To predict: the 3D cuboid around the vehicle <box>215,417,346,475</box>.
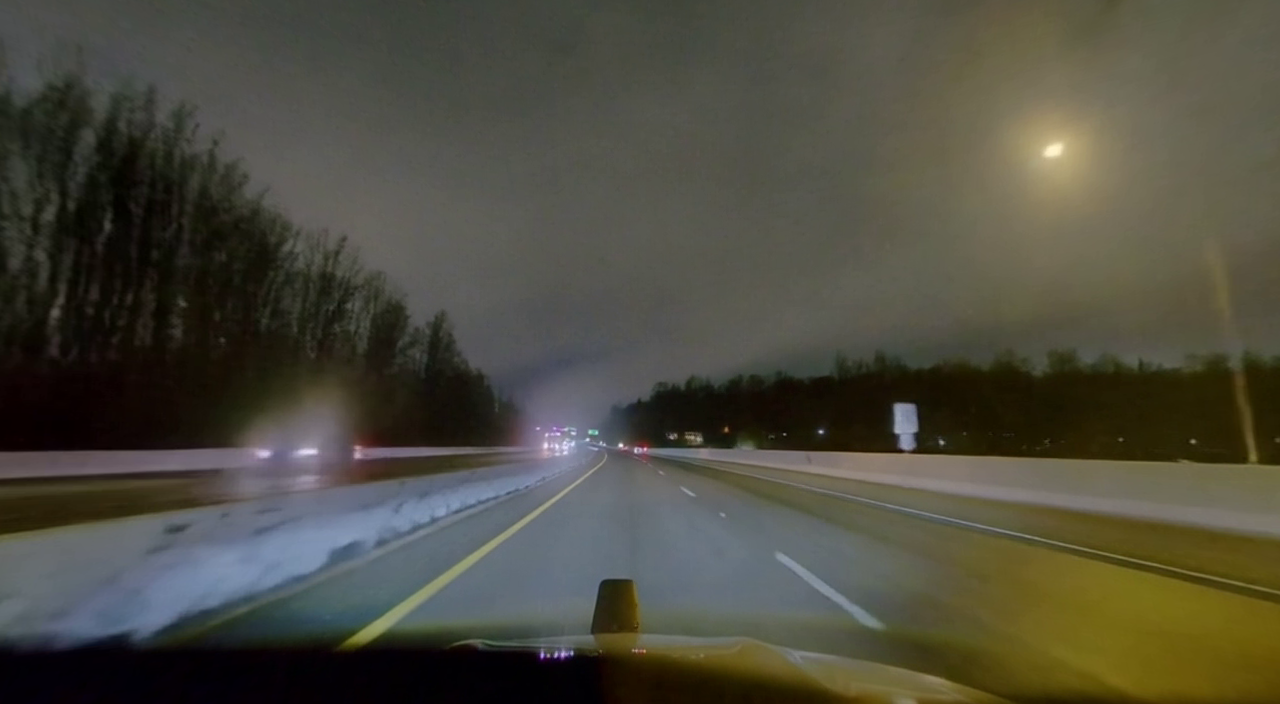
[{"bbox_3d":[-13.734,3.684,24.426,2.195,1.997,4.907,0,-9,-1],"label":"vehicle"}]
